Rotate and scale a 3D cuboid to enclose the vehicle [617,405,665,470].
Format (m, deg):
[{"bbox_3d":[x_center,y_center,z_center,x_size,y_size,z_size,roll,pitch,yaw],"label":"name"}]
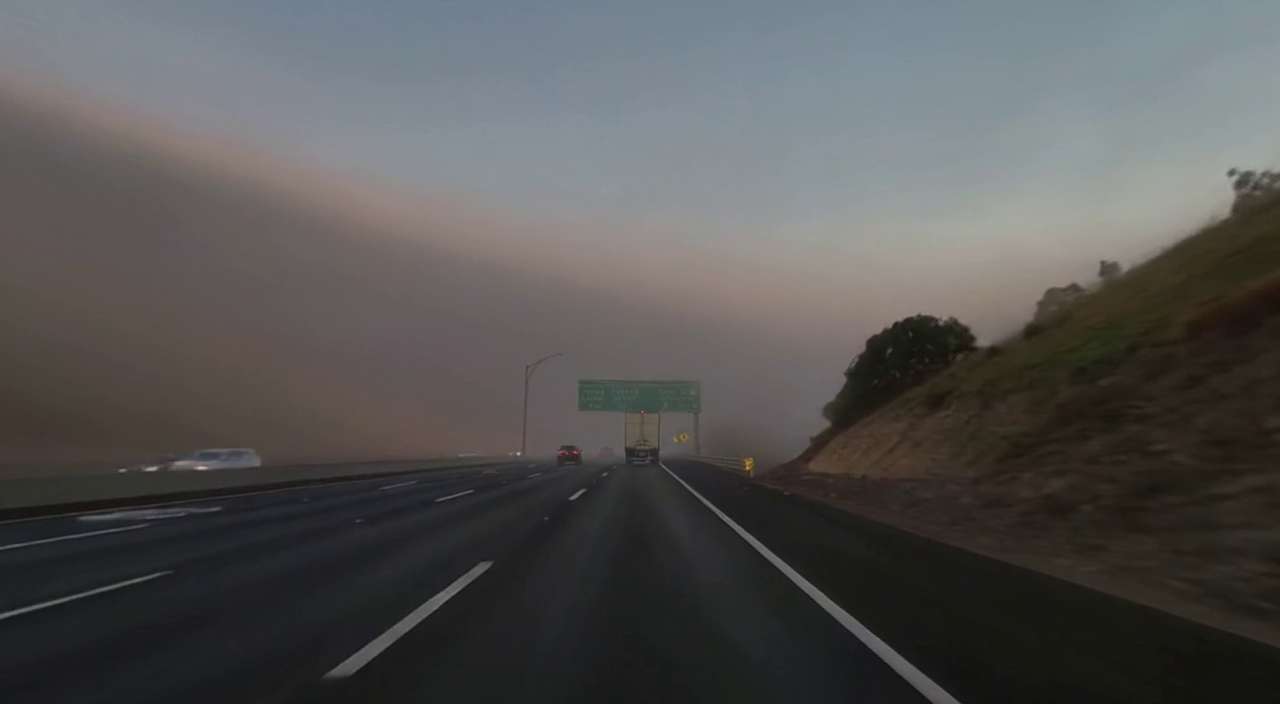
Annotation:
[{"bbox_3d":[0.195,6.333,46.174,3.039,4.131,11.822,0,-9,1],"label":"vehicle"}]

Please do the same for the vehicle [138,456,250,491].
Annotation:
[{"bbox_3d":[-21.688,5.883,30.906,1.948,1.496,4.780,0,-9,1],"label":"vehicle"}]
